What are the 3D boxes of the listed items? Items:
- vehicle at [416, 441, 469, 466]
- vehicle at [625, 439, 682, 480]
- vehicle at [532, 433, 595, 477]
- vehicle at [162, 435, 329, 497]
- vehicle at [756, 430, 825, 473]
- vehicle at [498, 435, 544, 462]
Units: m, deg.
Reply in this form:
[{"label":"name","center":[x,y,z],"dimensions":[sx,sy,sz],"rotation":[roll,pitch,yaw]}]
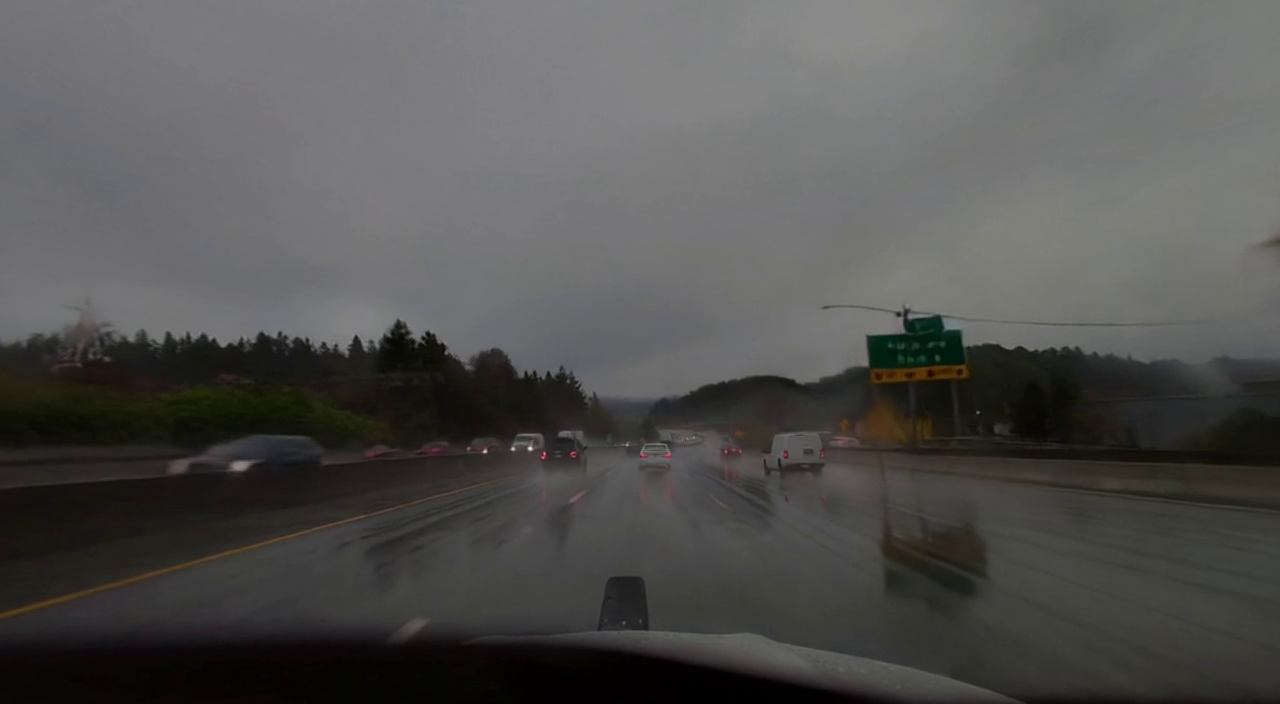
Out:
[{"label":"vehicle","center":[-15.289,7.881,49.214],"dimensions":[2.186,1.863,5.744],"rotation":[0,-8,1]},{"label":"vehicle","center":[0.527,4.242,25.140],"dimensions":[2.071,1.464,4.162],"rotation":[0,-8,1]},{"label":"vehicle","center":[-3.248,4.490,27.709],"dimensions":[2.140,1.720,4.410],"rotation":[0,-8,1]},{"label":"vehicle","center":[-12.170,3.517,19.995],"dimensions":[1.915,1.675,5.092],"rotation":[0,-8,1]},{"label":"vehicle","center":[7.216,4.855,30.894],"dimensions":[2.094,1.916,5.099],"rotation":[0,-8,0]},{"label":"vehicle","center":[-8.736,7.157,46.949],"dimensions":[2.251,1.900,5.551],"rotation":[0,-8,1]}]
